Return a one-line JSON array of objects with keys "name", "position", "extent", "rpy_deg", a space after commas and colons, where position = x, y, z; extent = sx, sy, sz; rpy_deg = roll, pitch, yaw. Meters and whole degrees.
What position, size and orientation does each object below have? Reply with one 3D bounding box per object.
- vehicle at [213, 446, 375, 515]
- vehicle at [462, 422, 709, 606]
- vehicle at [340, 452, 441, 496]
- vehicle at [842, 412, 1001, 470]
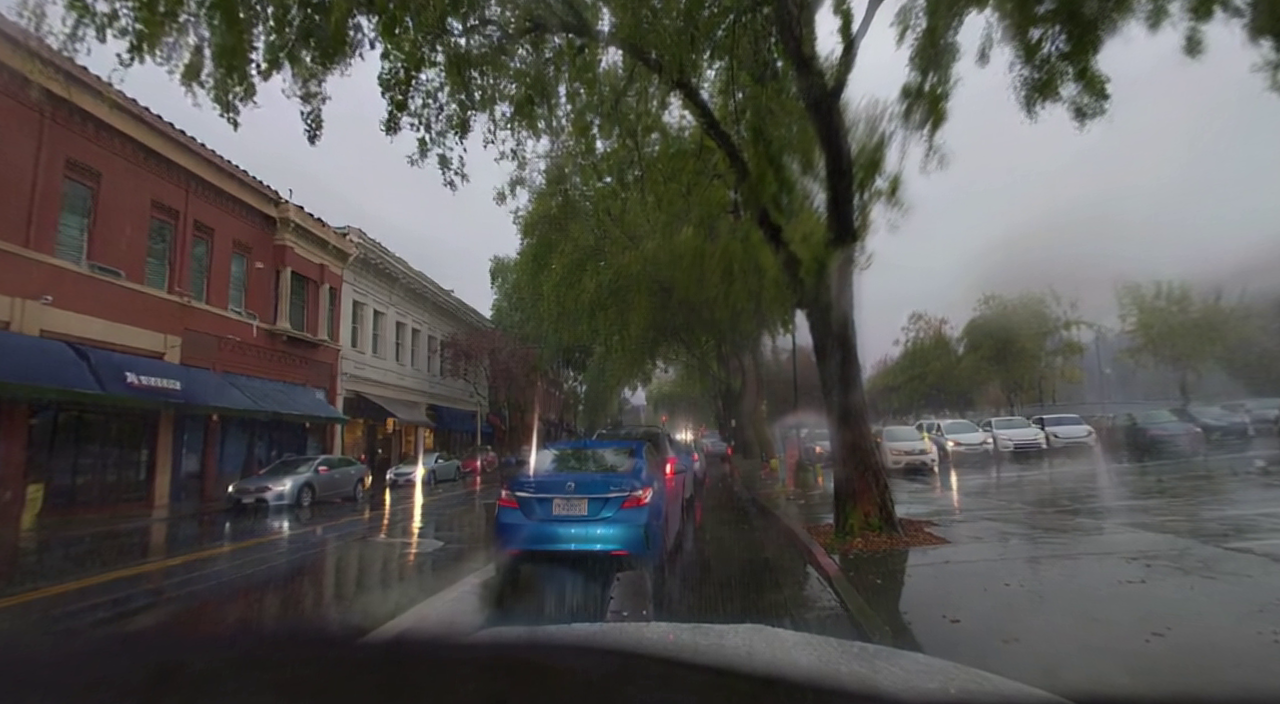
[{"name": "vehicle", "position": [-11.002, 4.064, 20.588], "extent": [2.081, 1.718, 5.342], "rpy_deg": [-6, -9, 3]}, {"name": "vehicle", "position": [-0.277, 1.634, 7.283], "extent": [1.939, 1.478, 3.922], "rpy_deg": [-1, -8, 8]}, {"name": "vehicle", "position": [-10.250, 5.027, 26.279], "extent": [1.826, 1.432, 4.556], "rpy_deg": [-7, -9, 8]}, {"name": "vehicle", "position": [9.023, 2.827, 20.218], "extent": [4.558, 1.528, 1.915], "rpy_deg": [0, -8, -23]}]
